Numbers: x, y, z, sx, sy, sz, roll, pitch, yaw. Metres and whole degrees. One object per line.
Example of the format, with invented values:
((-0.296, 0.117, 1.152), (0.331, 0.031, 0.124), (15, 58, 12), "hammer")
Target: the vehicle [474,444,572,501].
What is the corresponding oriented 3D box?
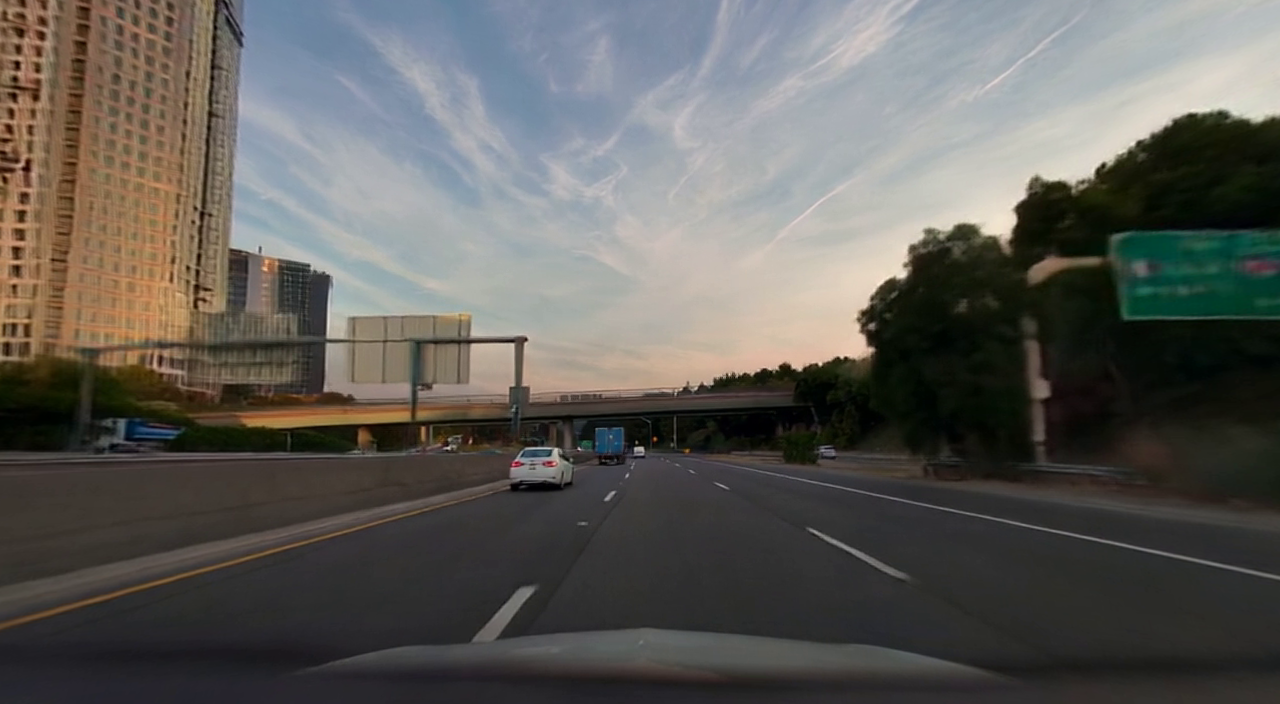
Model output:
((-3.348, 3.560, 19.025), (2.039, 1.478, 4.483), (0, -9, 1), "vehicle")
